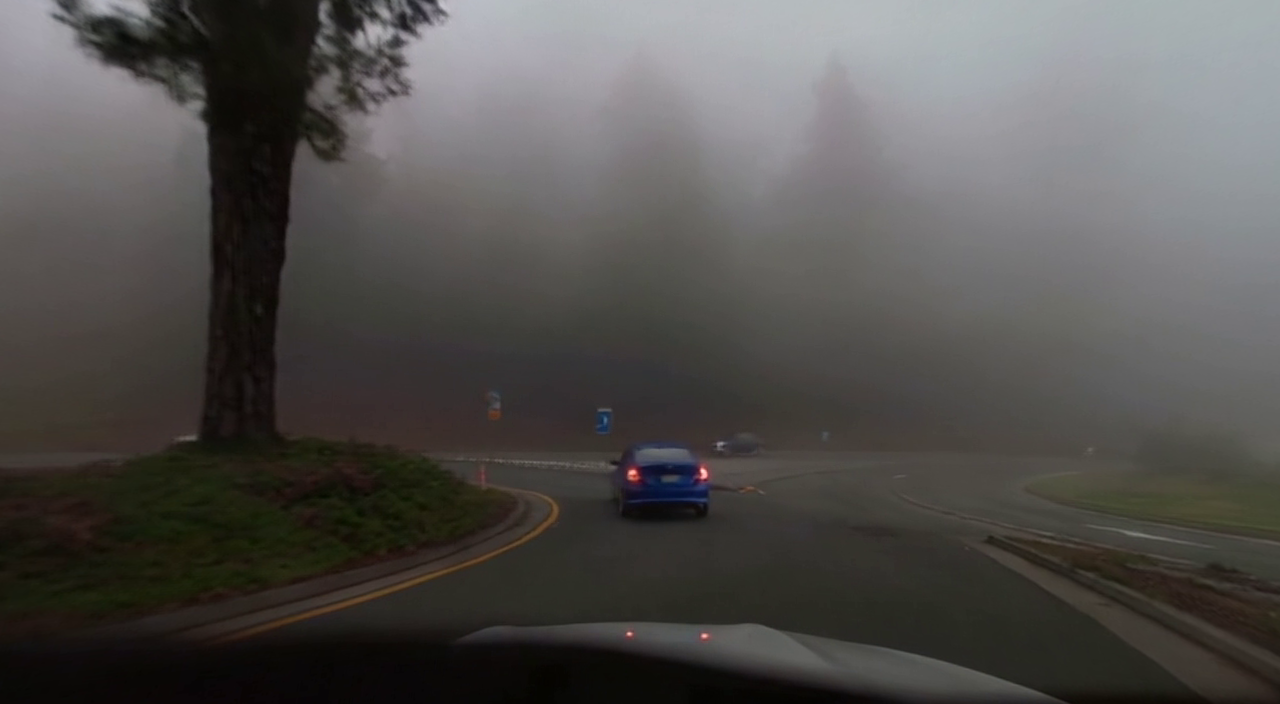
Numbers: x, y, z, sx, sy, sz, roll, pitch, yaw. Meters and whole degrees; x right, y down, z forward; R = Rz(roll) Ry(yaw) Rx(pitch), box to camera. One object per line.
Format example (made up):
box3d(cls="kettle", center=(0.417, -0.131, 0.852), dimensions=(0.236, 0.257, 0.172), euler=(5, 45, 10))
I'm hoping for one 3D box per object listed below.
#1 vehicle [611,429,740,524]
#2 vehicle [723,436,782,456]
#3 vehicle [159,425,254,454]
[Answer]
box3d(cls="vehicle", center=(0.531, 2.485, 13.039), dimensions=(2.078, 1.607, 4.010), euler=(0, -9, -5))
box3d(cls="vehicle", center=(8.713, 7.316, 48.978), dimensions=(4.111, 1.551, 1.839), euler=(3, -10, -22))
box3d(cls="vehicle", center=(-24.567, 5.018, 35.893), dimensions=(4.045, 1.569, 1.781), euler=(3, -10, -23))
